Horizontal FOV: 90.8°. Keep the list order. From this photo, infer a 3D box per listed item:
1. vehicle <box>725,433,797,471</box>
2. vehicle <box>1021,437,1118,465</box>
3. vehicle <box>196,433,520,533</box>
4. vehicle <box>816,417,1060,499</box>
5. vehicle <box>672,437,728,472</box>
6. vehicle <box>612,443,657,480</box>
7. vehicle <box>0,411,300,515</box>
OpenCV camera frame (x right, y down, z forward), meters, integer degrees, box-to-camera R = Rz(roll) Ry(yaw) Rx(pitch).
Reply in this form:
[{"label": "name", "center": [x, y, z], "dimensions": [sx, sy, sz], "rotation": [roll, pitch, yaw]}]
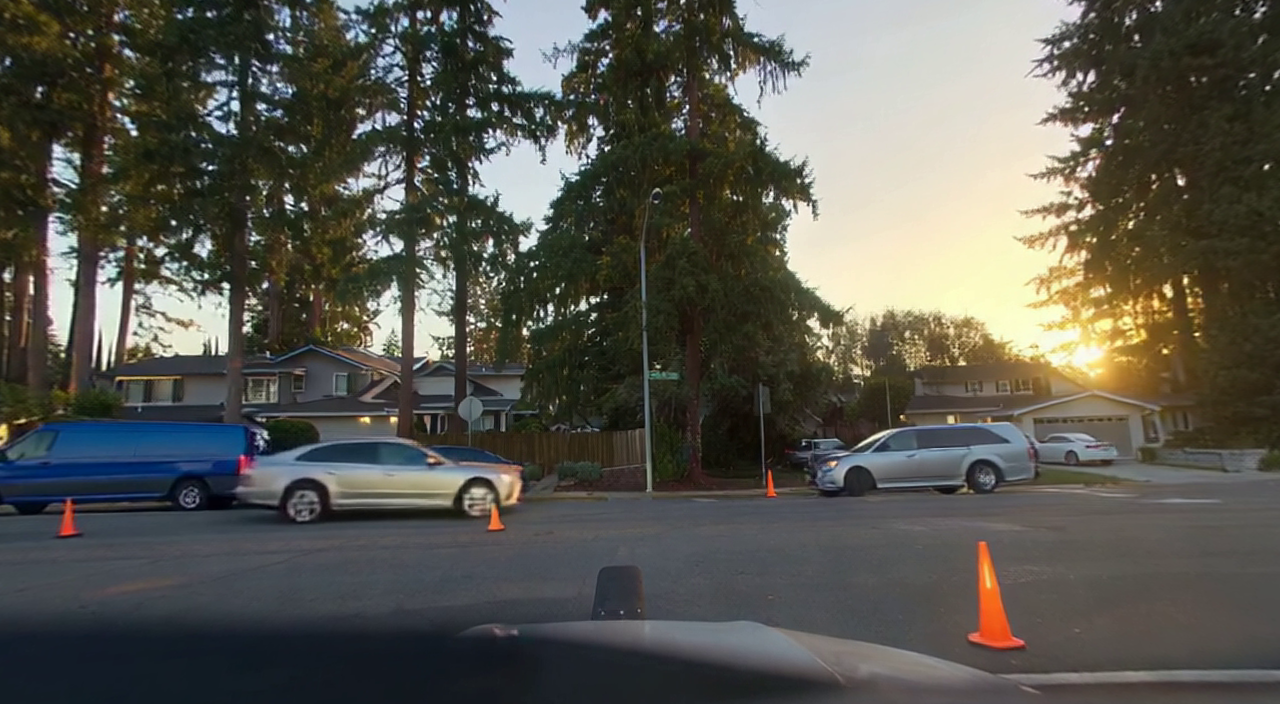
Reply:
[{"label": "vehicle", "center": [5.327, 4.492, 28.426], "dimensions": [2.007, 1.555, 4.204], "rotation": [1, -9, -7]}, {"label": "vehicle", "center": [22.717, 5.240, 33.485], "dimensions": [3.863, 1.453, 1.826], "rotation": [1, -8, -4]}, {"label": "vehicle", "center": [-4.651, 2.231, 11.117], "dimensions": [4.684, 1.556, 2.087], "rotation": [0, -8, -2]}, {"label": "vehicle", "center": [7.257, 2.619, 15.753], "dimensions": [5.047, 1.851, 2.103], "rotation": [1, -9, -6]}, {"label": "vehicle", "center": [2.608, 4.575, 28.385], "dimensions": [1.745, 1.461, 4.074], "rotation": [1, -9, -5]}, {"label": "vehicle", "center": [-0.304, 4.783, 27.865], "dimensions": [1.648, 1.430, 3.654], "rotation": [4, -8, -4]}, {"label": "vehicle", "center": [-14.133, 3.090, 17.387], "dimensions": [7.824, 2.323, 2.863], "rotation": [-2, -10, -3]}]
